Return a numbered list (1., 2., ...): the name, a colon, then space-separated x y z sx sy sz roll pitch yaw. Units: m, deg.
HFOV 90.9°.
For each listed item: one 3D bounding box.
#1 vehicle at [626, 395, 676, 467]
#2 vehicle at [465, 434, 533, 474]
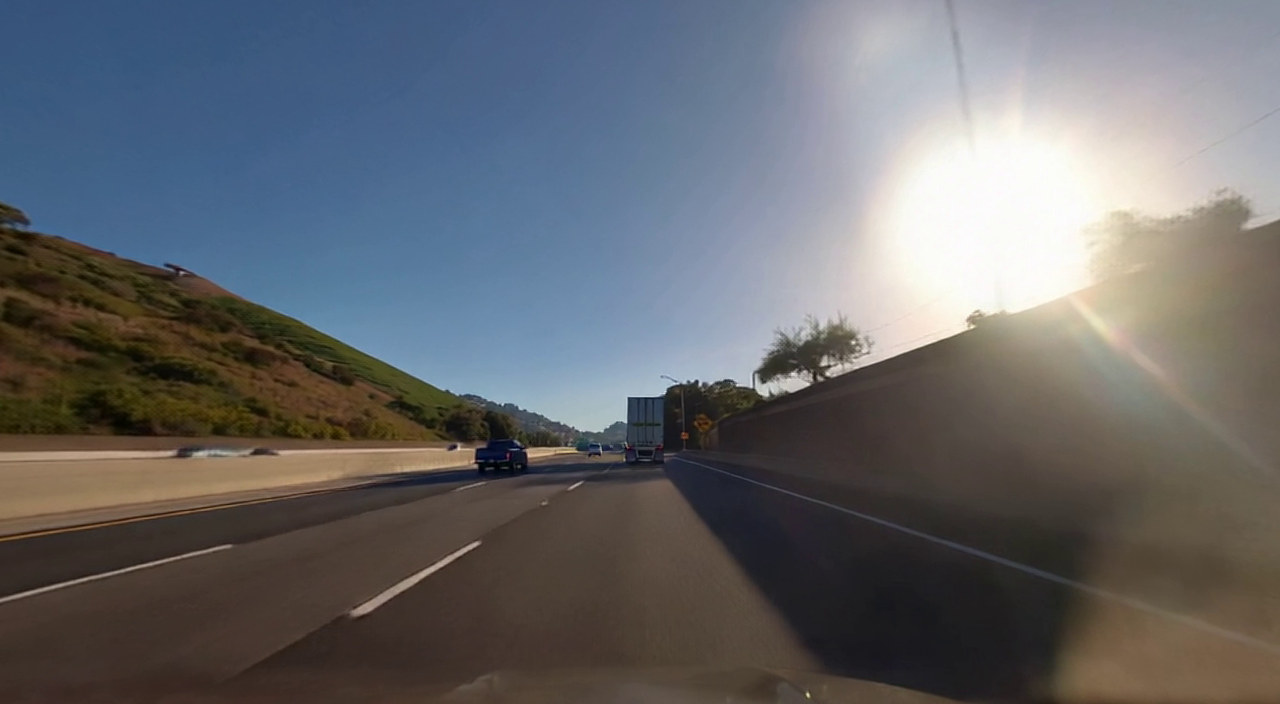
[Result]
1. vehicle: 0.730 5.791 45.110 2.951 4.229 15.519 0 -8 0
2. vehicle: -6.965 5.106 31.811 2.113 1.837 5.339 0 -8 1
